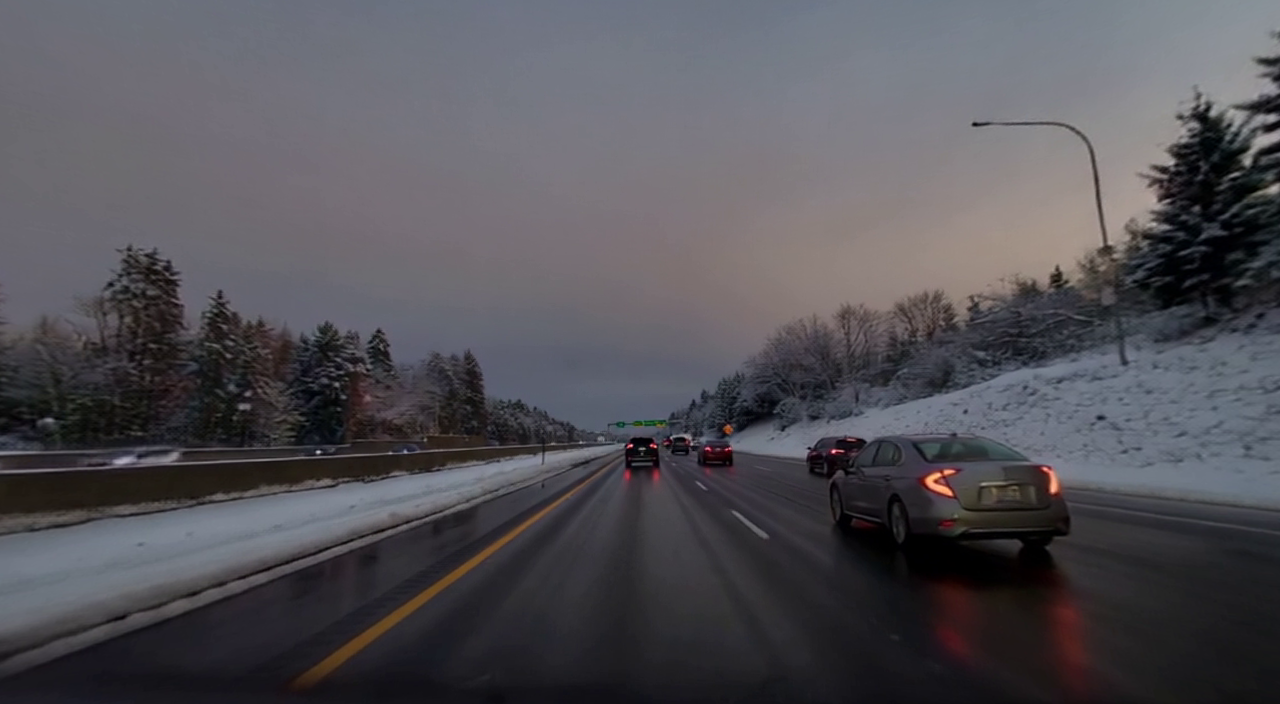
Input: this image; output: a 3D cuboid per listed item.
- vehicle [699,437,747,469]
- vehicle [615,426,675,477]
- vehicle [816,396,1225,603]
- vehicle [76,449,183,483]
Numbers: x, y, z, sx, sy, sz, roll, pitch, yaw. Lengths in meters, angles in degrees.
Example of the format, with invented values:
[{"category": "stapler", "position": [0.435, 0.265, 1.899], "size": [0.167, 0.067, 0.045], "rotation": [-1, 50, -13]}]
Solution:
[{"category": "vehicle", "position": [4.197, 5.167, 32.483], "size": [1.825, 1.487, 4.034], "rotation": [0, -8, -1]}, {"category": "vehicle", "position": [0.176, 3.914, 25.020], "size": [2.189, 1.852, 4.038], "rotation": [0, -8, 0]}, {"category": "vehicle", "position": [3.725, 1.518, 7.405], "size": [2.003, 1.661, 4.418], "rotation": [0, -8, 0]}, {"category": "vehicle", "position": [-27.193, 6.036, 33.808], "size": [1.927, 1.635, 4.529], "rotation": [0, -8, 0]}]
